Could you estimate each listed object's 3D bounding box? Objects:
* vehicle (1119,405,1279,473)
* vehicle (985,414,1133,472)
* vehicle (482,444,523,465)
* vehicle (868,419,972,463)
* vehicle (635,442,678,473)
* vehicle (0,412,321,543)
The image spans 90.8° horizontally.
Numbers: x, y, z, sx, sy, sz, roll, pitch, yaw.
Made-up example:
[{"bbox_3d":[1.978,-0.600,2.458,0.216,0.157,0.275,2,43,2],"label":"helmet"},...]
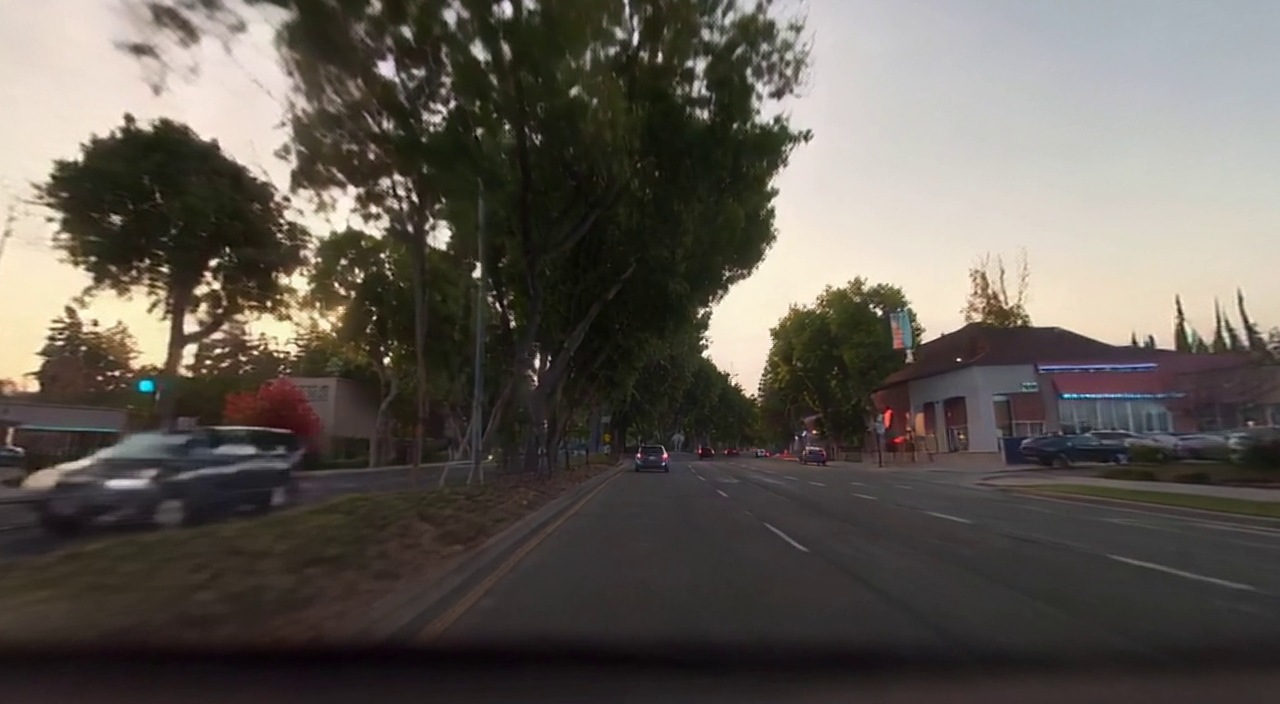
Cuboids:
[{"bbox_3d":[28.759,4.467,32.247,6.569,3.235,2.798,1,-9,-9],"label":"vehicle"},{"bbox_3d":[20.921,4.554,31.702,5.953,2.747,2.389,1,-8,-8],"label":"vehicle"},{"bbox_3d":[-10.035,7.477,46.389,1.907,1.429,4.439,0,-8,2],"label":"vehicle"},{"bbox_3d":[22.048,7.050,49.854,6.856,3.118,2.741,0,-10,-10],"label":"vehicle"},{"bbox_3d":[0.886,5.446,32.876,2.095,1.456,3.873,0,-8,2],"label":"vehicle"},{"bbox_3d":[-7.694,2.007,10.767,2.102,1.735,4.491,0,-8,1],"label":"vehicle"}]
